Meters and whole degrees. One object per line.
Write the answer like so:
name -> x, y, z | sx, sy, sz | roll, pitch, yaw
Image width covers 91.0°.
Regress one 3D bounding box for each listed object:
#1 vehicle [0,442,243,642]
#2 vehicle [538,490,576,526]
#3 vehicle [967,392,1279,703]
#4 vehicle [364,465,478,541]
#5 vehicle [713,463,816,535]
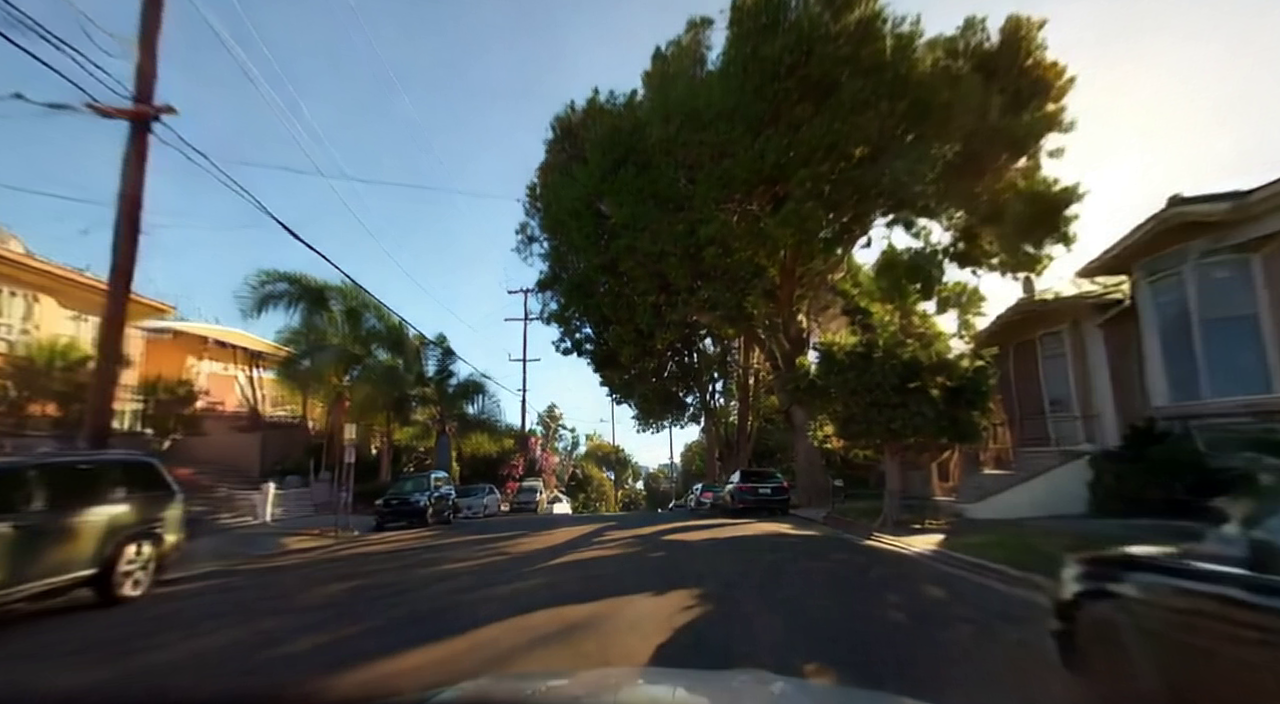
vehicle -> -6.454, 1.684, 5.787 | 2.017, 1.683, 5.412 | 0, -8, 1
vehicle -> -6.362, 12.106, 49.099 | 2.281, 2.248, 5.873 | 0, -9, -1
vehicle -> 2.994, 0.828, 1.428 | 1.927, 1.550, 4.543 | 0, -8, -2
vehicle -> -6.560, 4.541, 19.553 | 1.933, 1.824, 5.142 | 0, -8, -3
vehicle -> 3.014, 3.630, 16.072 | 1.756, 1.455, 3.965 | 0, -8, -1
